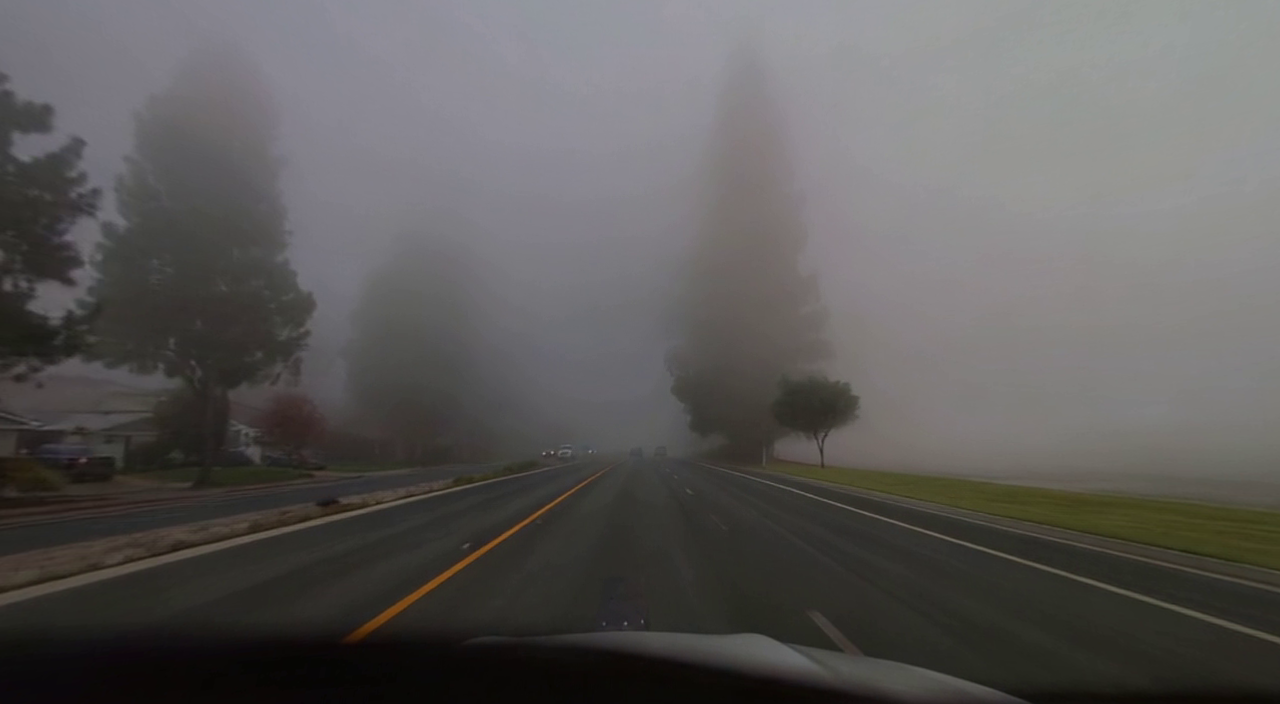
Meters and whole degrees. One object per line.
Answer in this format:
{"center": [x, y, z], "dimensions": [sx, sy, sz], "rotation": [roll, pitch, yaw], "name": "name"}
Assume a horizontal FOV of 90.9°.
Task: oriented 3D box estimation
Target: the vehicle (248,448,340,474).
{"center": [-21.294, 6.705, 38.961], "dimensions": [4.503, 1.529, 1.860], "rotation": [1, -8, -7], "name": "vehicle"}

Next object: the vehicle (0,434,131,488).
{"center": [-24.495, 4.423, 25.654], "dimensions": [5.636, 1.965, 2.262], "rotation": [-2, -7, 1], "name": "vehicle"}
